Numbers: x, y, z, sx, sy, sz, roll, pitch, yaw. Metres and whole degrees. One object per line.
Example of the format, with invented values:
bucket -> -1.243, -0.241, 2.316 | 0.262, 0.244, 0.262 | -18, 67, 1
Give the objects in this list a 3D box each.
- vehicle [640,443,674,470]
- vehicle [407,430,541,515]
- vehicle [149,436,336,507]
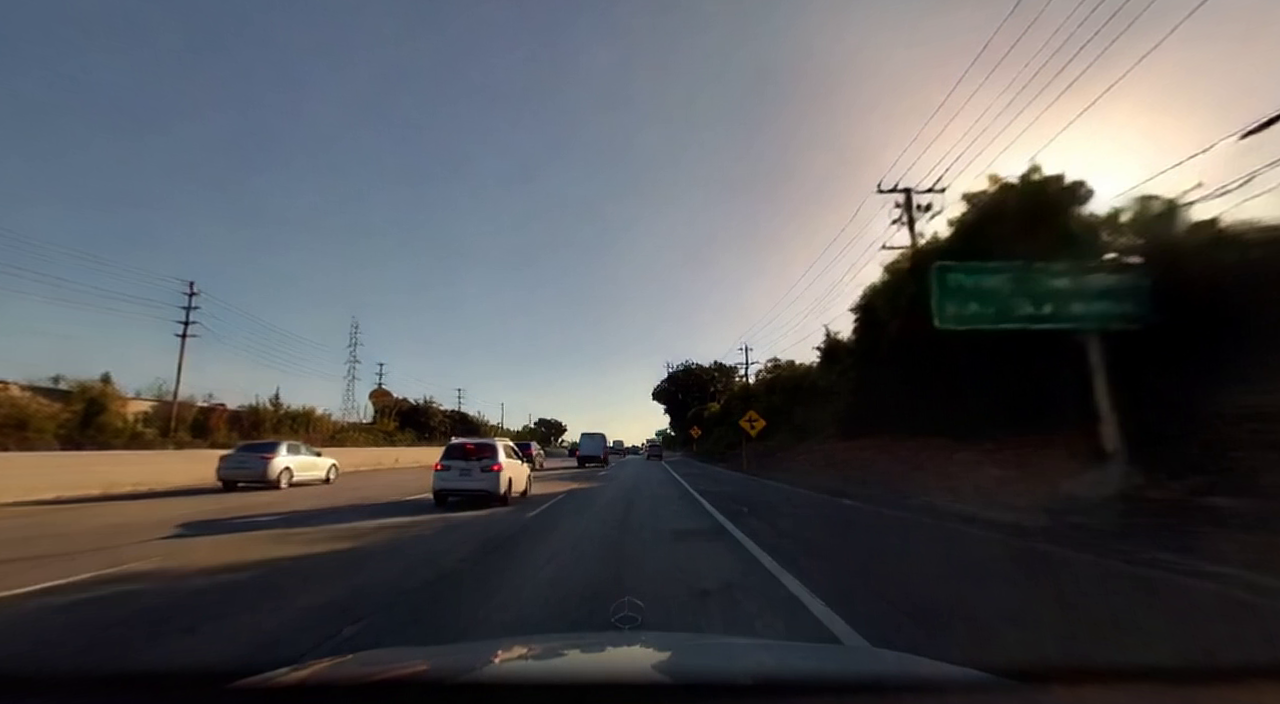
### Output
vehicle -> 1.106, 6.752, 40.833 | 2.038, 1.677, 4.219 | 0, -9, 2
vehicle -> -3.674, 2.750, 14.801 | 1.976, 1.688, 4.124 | 0, -9, 1
vehicle -> -11.015, 3.328, 18.049 | 2.097, 1.722, 4.981 | 0, -9, 0
